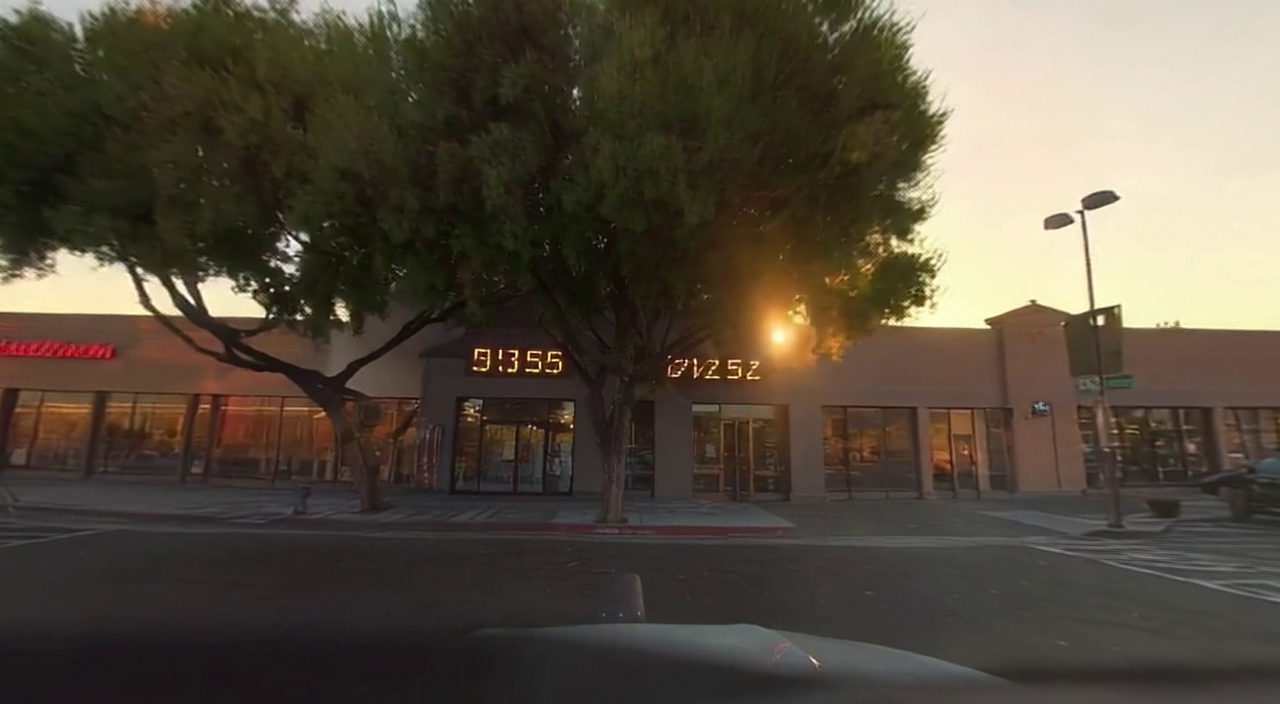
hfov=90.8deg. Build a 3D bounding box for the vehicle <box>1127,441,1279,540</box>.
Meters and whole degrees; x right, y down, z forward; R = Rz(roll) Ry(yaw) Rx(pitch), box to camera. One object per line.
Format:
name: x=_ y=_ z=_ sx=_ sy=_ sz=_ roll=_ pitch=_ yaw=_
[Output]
vehicle: x=10.980 y=2.178 z=9.995 sx=2.140 sy=1.507 sz=4.856 roll=2 pitch=-9 yaw=-11
